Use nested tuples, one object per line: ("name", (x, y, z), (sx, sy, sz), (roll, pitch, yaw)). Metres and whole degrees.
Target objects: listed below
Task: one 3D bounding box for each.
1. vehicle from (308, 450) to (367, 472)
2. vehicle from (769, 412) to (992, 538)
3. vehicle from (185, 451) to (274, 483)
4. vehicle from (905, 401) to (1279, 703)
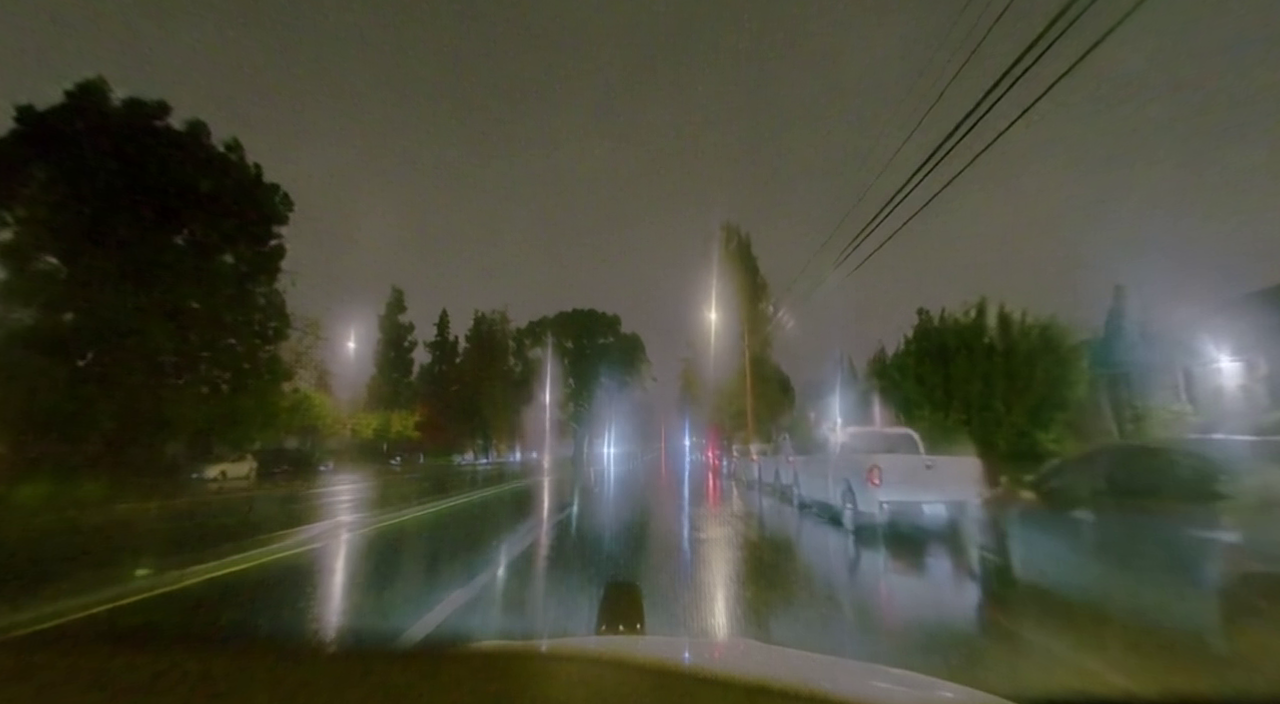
("vehicle", (-22.792, 8.221, 47.783), (1.915, 1.492, 4.565), (-1, -9, 5))
("vehicle", (4.137, 2.239, 12.175), (2.057, 1.846, 5.475), (0, -9, -1))
("vehicle", (-23.401, 6.552, 36.242), (1.967, 1.467, 4.769), (-2, -7, 0))
("vehicle", (4.017, 1.204, 4.454), (2.039, 1.499, 4.888), (0, -8, -2))
